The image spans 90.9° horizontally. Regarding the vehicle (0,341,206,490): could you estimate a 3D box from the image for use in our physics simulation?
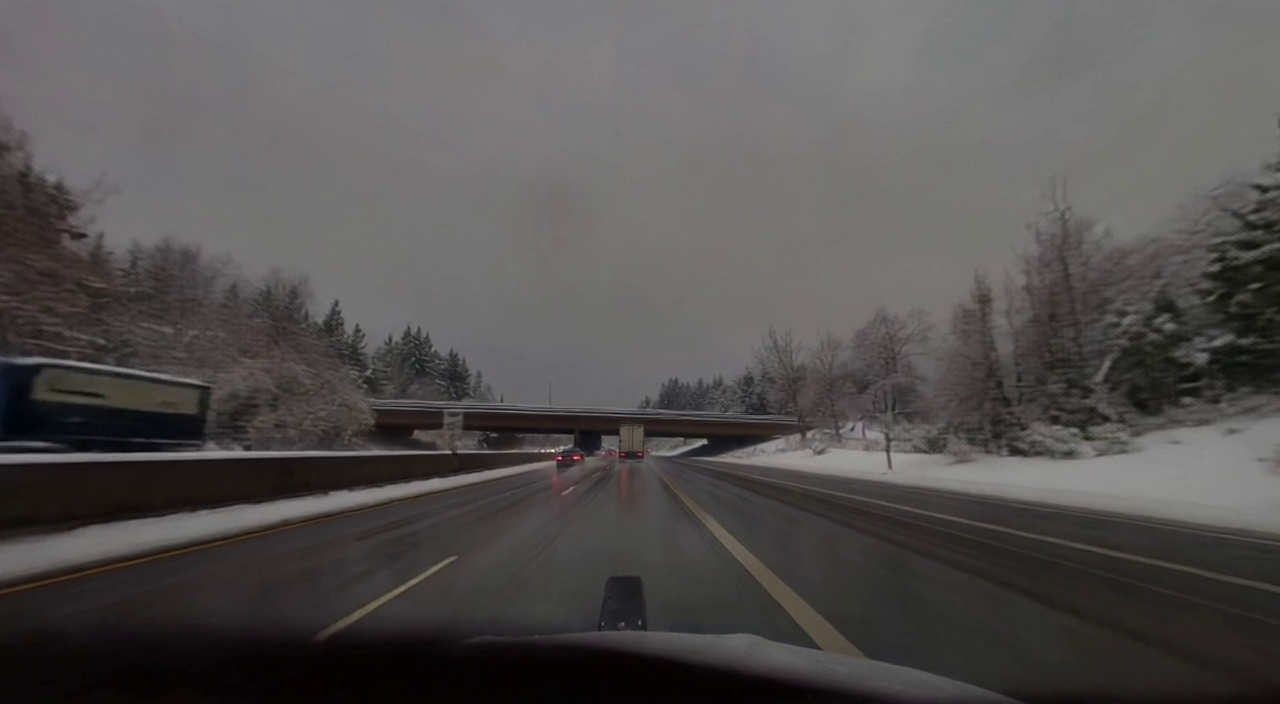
[{"bbox_3d":[-16.714,1.938,17.718,2.946,3.523,8.294,0,-9,0],"label":"vehicle"}]

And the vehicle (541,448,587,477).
[{"bbox_3d":[-4.201,6.210,35.645,2.042,1.526,4.516,0,-9,0],"label":"vehicle"}]
